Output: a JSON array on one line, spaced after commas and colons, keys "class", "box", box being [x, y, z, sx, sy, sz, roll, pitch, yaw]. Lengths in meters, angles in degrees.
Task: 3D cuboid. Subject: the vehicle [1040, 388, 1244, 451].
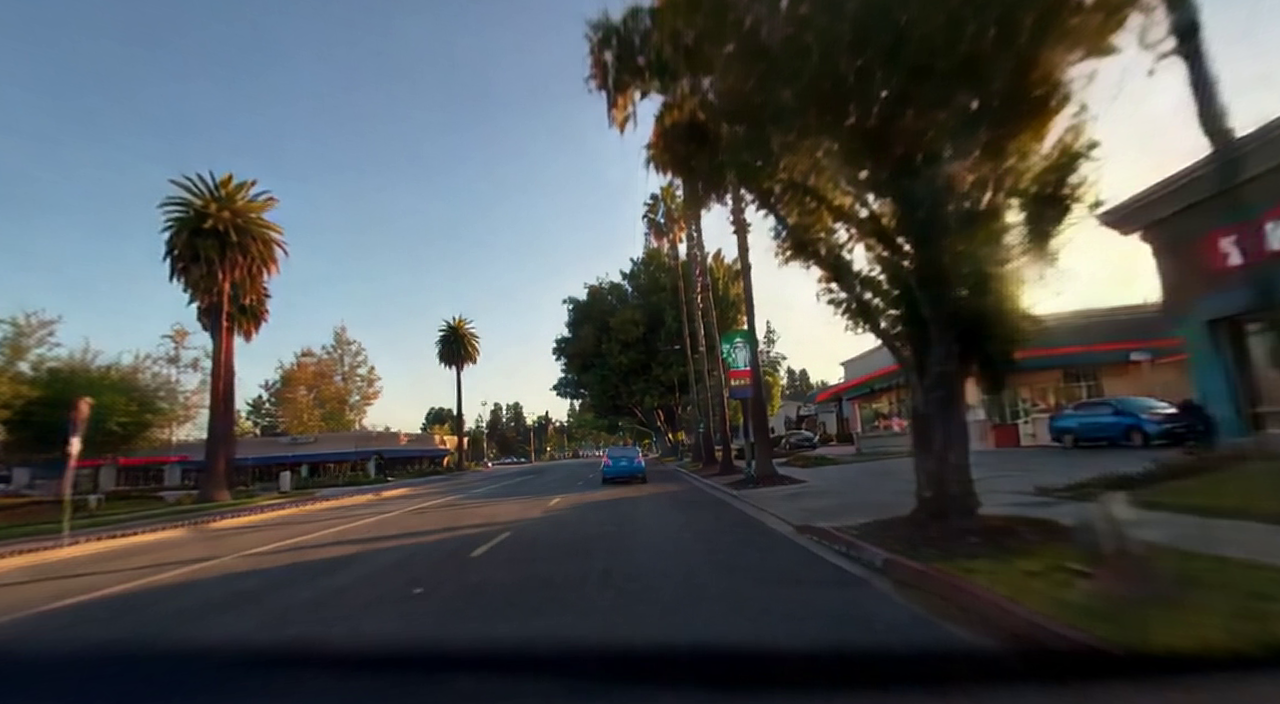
[{"class": "vehicle", "box": [13.332, 1.935, 17.243, 1.827, 1.497, 4.468, 0, -8, -1]}]

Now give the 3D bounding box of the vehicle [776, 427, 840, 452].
[{"class": "vehicle", "box": [12.516, 6.629, 47.395, 1.873, 1.657, 4.557, 6, -12, -31]}]

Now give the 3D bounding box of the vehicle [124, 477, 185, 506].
[{"class": "vehicle", "box": [-31.668, 9.049, 41.296, 1.791, 1.511, 4.030, 2, -9, -17]}]

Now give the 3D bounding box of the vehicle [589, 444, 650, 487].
[{"class": "vehicle", "box": [-0.767, 4.325, 24.489, 2.156, 1.462, 4.495, 0, -8, -1]}]

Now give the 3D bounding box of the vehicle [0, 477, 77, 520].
[{"class": "vehicle", "box": [-30.292, 7.013, 30.284, 2.092, 1.719, 4.868, 0, -8, 0]}]
